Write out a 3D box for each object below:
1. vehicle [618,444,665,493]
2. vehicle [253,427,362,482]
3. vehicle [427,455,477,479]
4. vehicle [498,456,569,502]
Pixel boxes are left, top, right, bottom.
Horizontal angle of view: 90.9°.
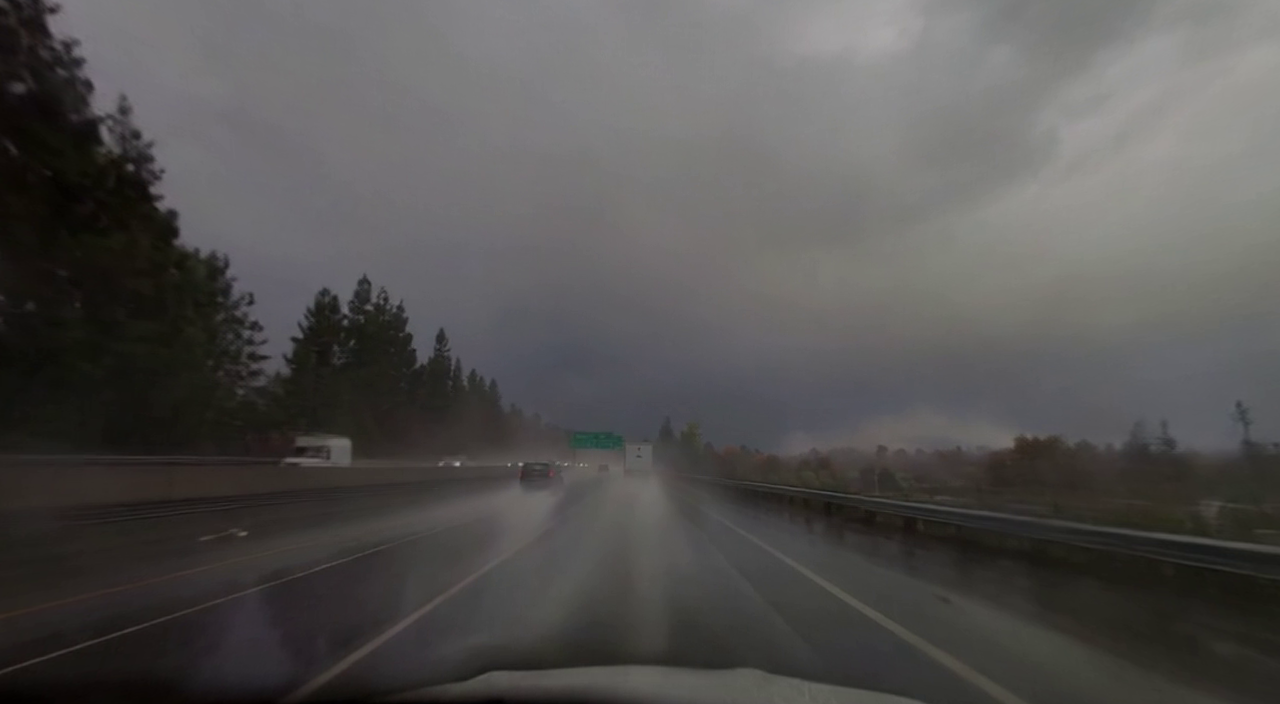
[{"bbox_3d":[-0.007,6.773,36.716,2.482,2.549,5.447,1,-10,-2],"label":"vehicle"},{"bbox_3d":[-17.338,5.478,33.304,2.482,2.549,5.866,1,-10,0],"label":"vehicle"},{"bbox_3d":[-12.674,7.820,42.750,1.918,1.510,4.728,1,-10,0],"label":"vehicle"},{"bbox_3d":[-4.103,5.014,25.032,2.100,1.605,3.883,1,-10,0],"label":"vehicle"}]
